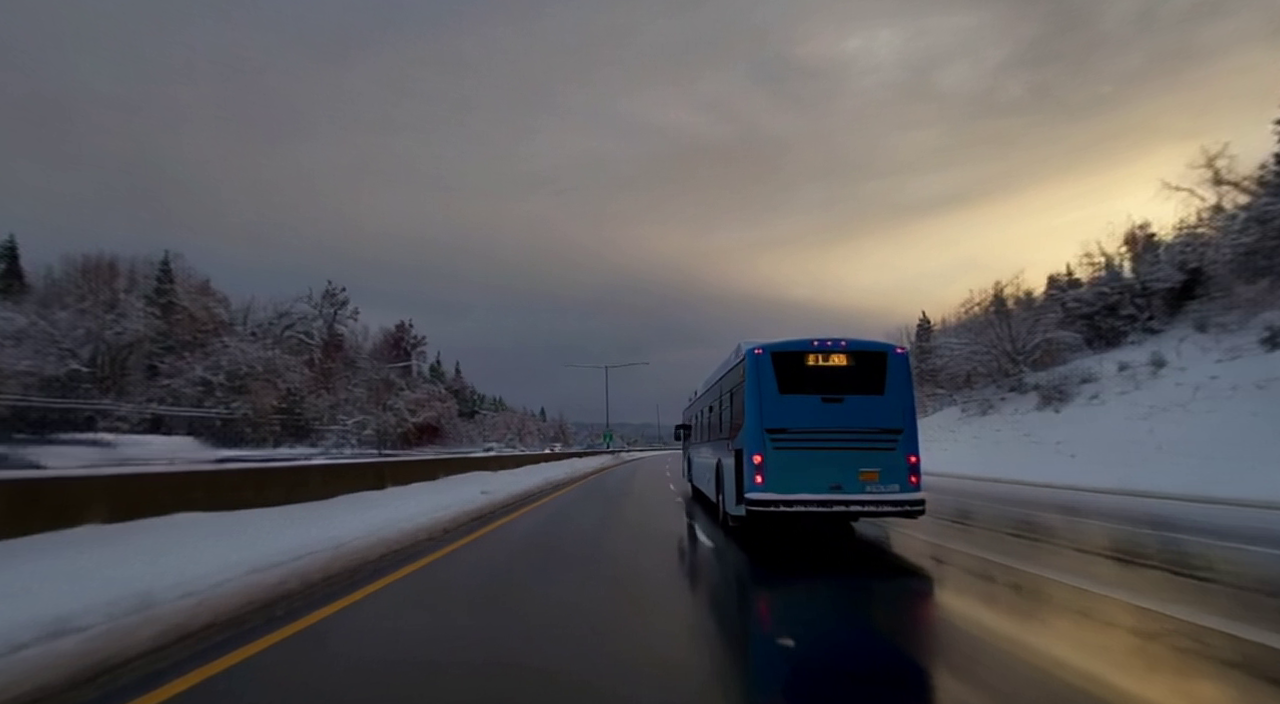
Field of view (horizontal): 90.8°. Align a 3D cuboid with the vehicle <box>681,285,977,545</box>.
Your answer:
[{"bbox_3d":[3.040,1.904,16.001,3.144,3.580,14.591,0,-8,1],"label":"vehicle"}]

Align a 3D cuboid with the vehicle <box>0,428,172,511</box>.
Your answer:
[{"bbox_3d":[-15.653,3.002,16.568,2.263,1.881,5.692,0,-9,2],"label":"vehicle"}]
